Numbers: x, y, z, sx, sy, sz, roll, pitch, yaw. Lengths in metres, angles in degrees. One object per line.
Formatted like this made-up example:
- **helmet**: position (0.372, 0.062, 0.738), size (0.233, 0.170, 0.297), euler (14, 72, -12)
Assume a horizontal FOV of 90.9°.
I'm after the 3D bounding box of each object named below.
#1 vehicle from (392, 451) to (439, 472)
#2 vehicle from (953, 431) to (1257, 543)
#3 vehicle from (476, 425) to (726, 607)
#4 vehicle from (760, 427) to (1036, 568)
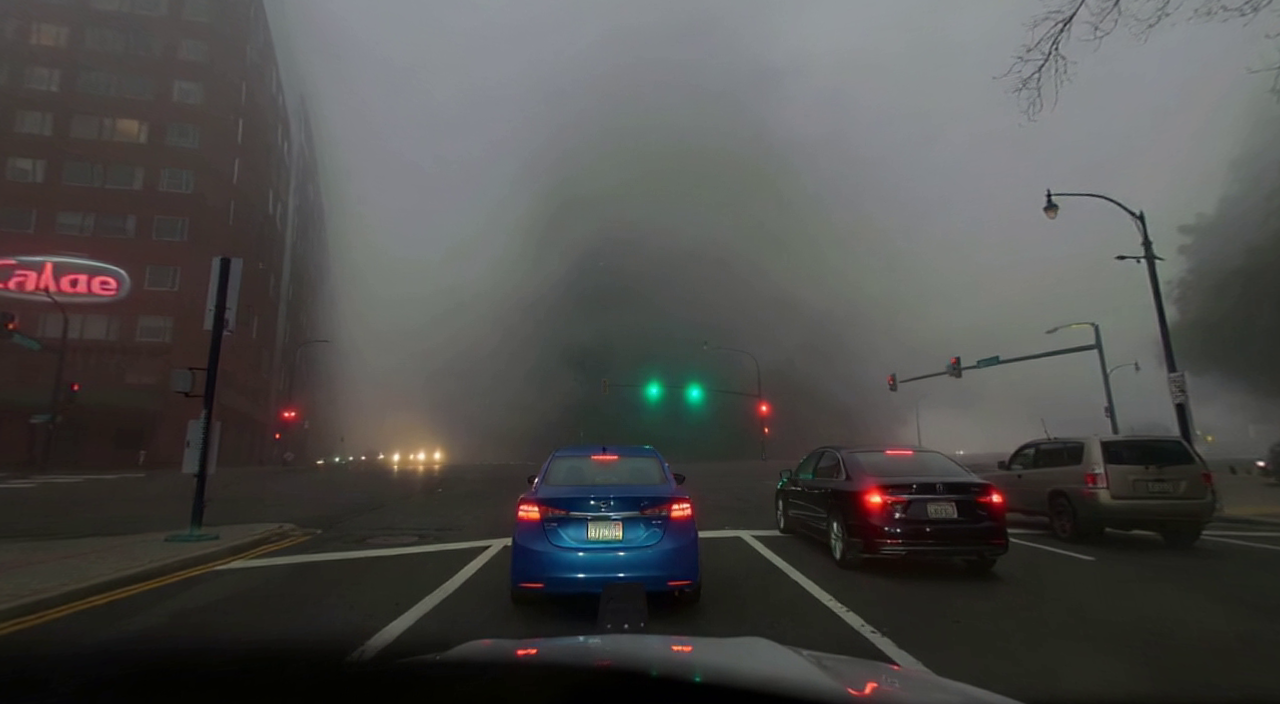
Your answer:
- **vehicle**: position (-17.141, 8.335, 48.373), size (2.048, 1.463, 4.530), euler (0, -8, -1)
- **vehicle**: position (7.443, 2.164, 10.787), size (1.908, 1.517, 4.182), euler (0, -8, -1)
- **vehicle**: position (-0.369, 1.653, 7.287), size (2.059, 1.477, 3.988), euler (0, -8, -1)
- **vehicle**: position (3.214, 1.887, 8.970), size (2.042, 1.508, 4.109), euler (0, -8, -2)
